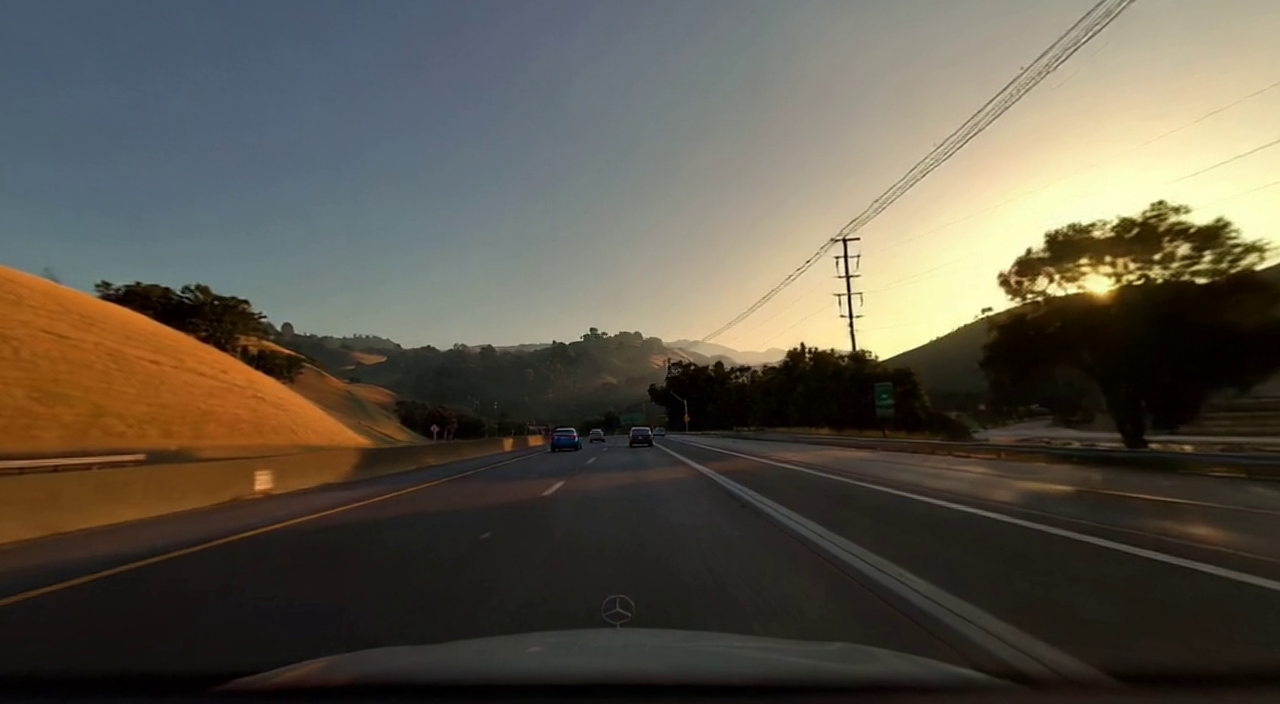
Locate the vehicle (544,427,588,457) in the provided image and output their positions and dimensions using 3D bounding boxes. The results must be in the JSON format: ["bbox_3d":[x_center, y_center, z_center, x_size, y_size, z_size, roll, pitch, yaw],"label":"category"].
[{"bbox_3d":[-4.109,5.062,35.611,2.023,1.580,4.259,0,-8,-1],"label":"vehicle"}]
